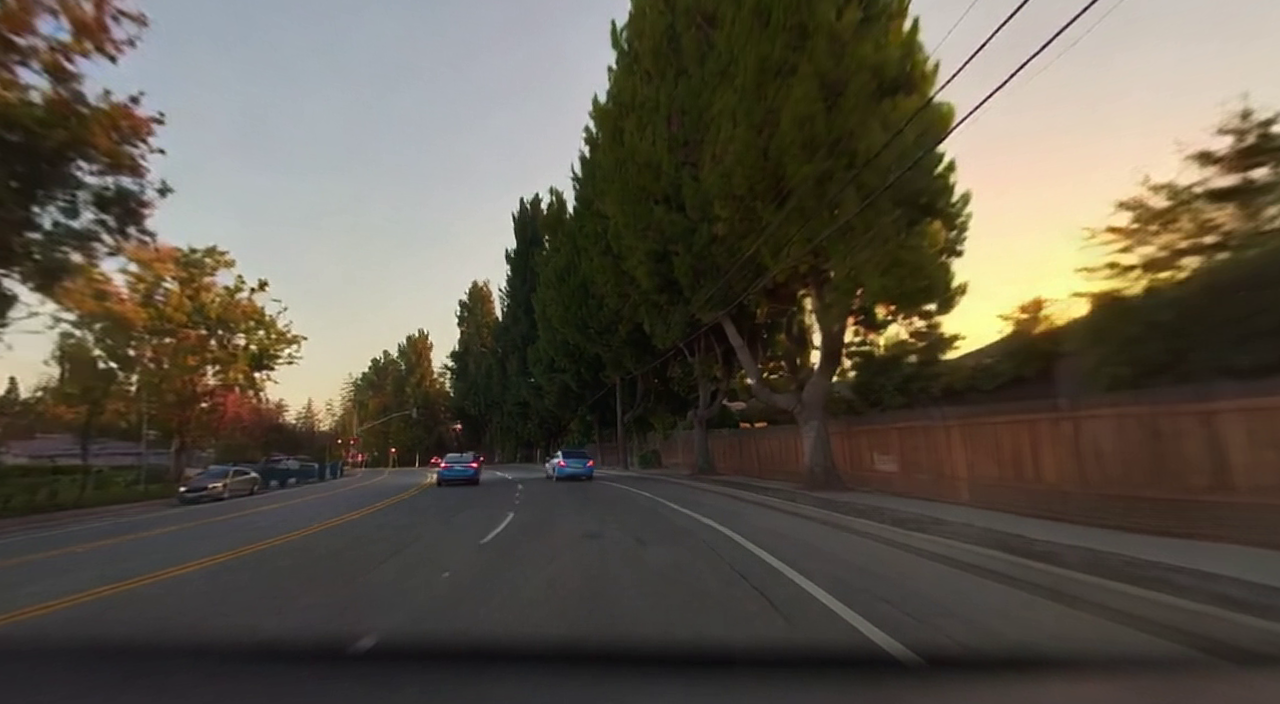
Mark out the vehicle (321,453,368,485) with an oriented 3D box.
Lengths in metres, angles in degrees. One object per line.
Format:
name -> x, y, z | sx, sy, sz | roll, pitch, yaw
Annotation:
vehicle -> -22.405, 8.850, 48.137 | 2.094, 2.000, 5.603 | 3, -7, -13

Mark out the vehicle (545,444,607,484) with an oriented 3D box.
vehicle -> -2.780, 4.654, 26.540 | 2.168, 1.504, 4.284 | 2, -9, -11

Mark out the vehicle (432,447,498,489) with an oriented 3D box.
vehicle -> -6.532, 4.348, 23.991 | 1.913, 1.425, 4.235 | 1, -9, -9

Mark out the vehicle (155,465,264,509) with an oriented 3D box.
vehicle -> -17.380, 5.432, 25.824 | 1.944, 1.458, 4.549 | 2, -9, -11
